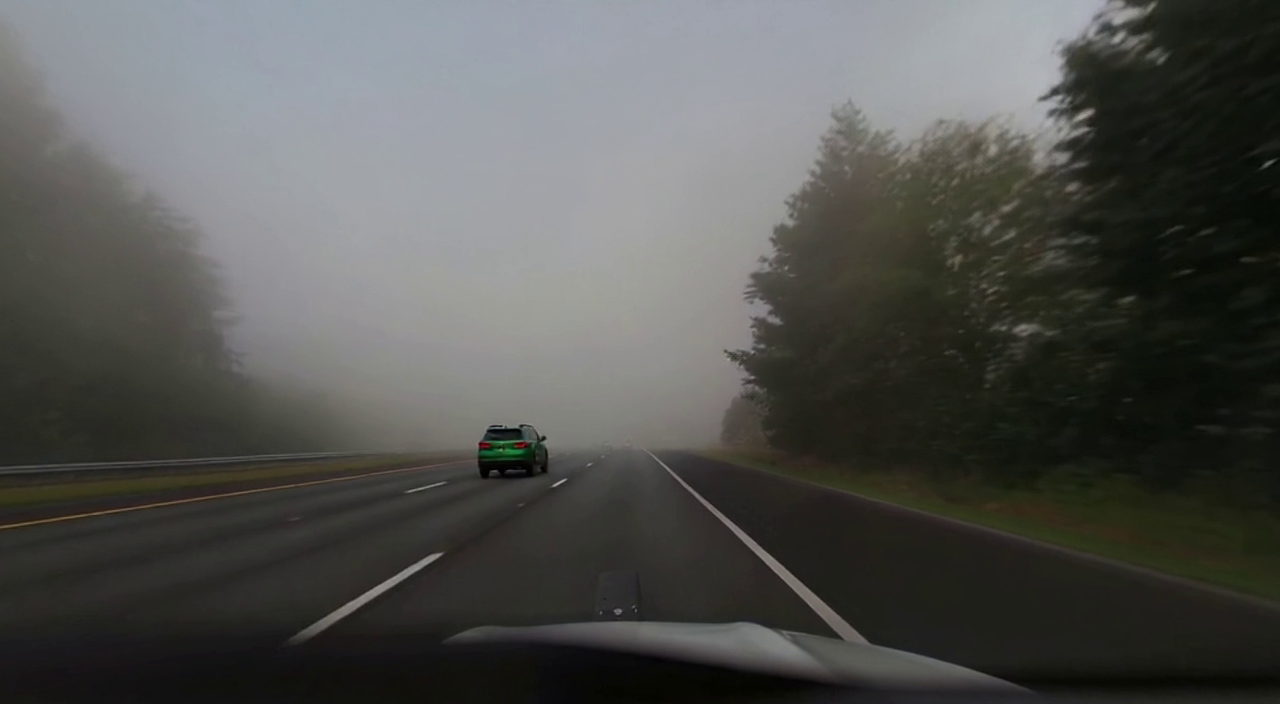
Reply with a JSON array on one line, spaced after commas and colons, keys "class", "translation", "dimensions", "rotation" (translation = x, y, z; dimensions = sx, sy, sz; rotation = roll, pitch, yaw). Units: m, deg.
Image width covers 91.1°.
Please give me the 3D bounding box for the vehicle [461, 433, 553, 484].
[{"class": "vehicle", "translation": [-4.251, 3.452, 20.881], "dimensions": [2.063, 1.496, 4.225], "rotation": [0, -8, 1]}]
